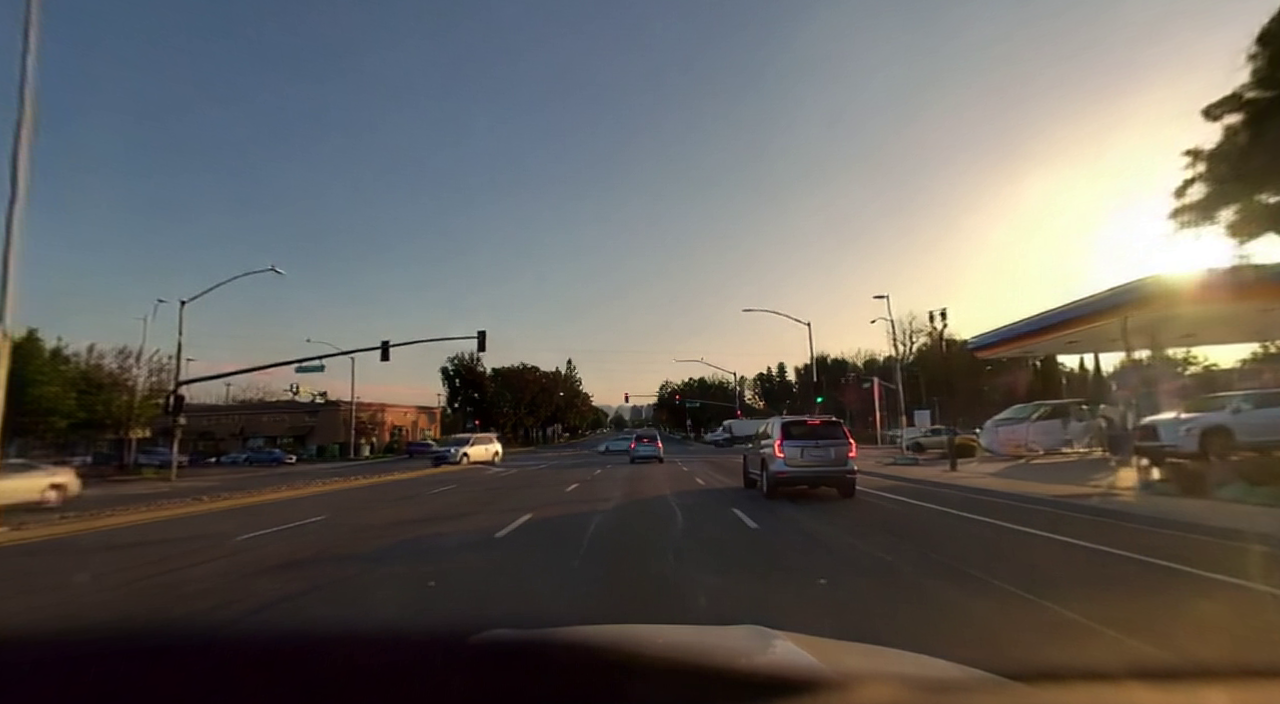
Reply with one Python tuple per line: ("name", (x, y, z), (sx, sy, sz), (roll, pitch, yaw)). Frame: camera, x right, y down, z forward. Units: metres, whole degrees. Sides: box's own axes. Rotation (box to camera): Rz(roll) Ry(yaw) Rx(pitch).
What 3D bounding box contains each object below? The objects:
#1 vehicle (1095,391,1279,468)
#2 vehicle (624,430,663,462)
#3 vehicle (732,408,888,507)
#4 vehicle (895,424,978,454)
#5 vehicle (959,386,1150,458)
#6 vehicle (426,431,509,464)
("vehicle", (16.075, 2.134, 17.128), (5.659, 1.947, 2.165), (0, -8, 1))
("vehicle", (0.208, 5.285, 35.411), (2.067, 1.702, 3.987), (0, -8, 1))
("vehicle", (3.407, 2.237, 13.661), (2.083, 1.779, 4.347), (0, -8, -1))
("vehicle", (17.065, 5.021, 36.425), (3.848, 1.674, 1.887), (0, -8, 1))
("vehicle", (16.299, 2.817, 25.079), (5.790, 2.675, 2.554), (1, -8, -4))
("vehicle", (-10.963, 6.131, 40.528), (2.191, 1.984, 5.431), (-3, -9, 22))
